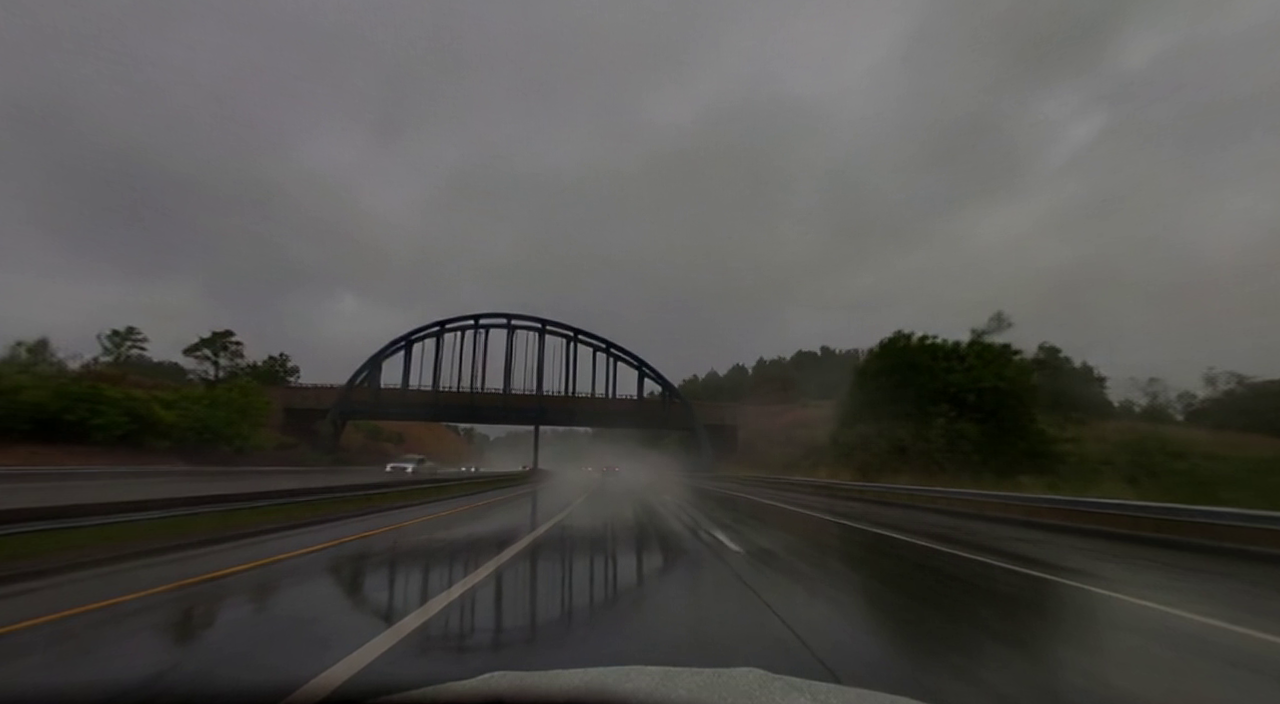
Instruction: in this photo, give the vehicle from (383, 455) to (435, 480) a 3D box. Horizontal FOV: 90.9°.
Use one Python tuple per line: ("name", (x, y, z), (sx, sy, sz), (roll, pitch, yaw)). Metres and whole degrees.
("vehicle", (-17.317, 8.731, 47.537), (2.078, 1.771, 5.233), (1, -10, -2))
